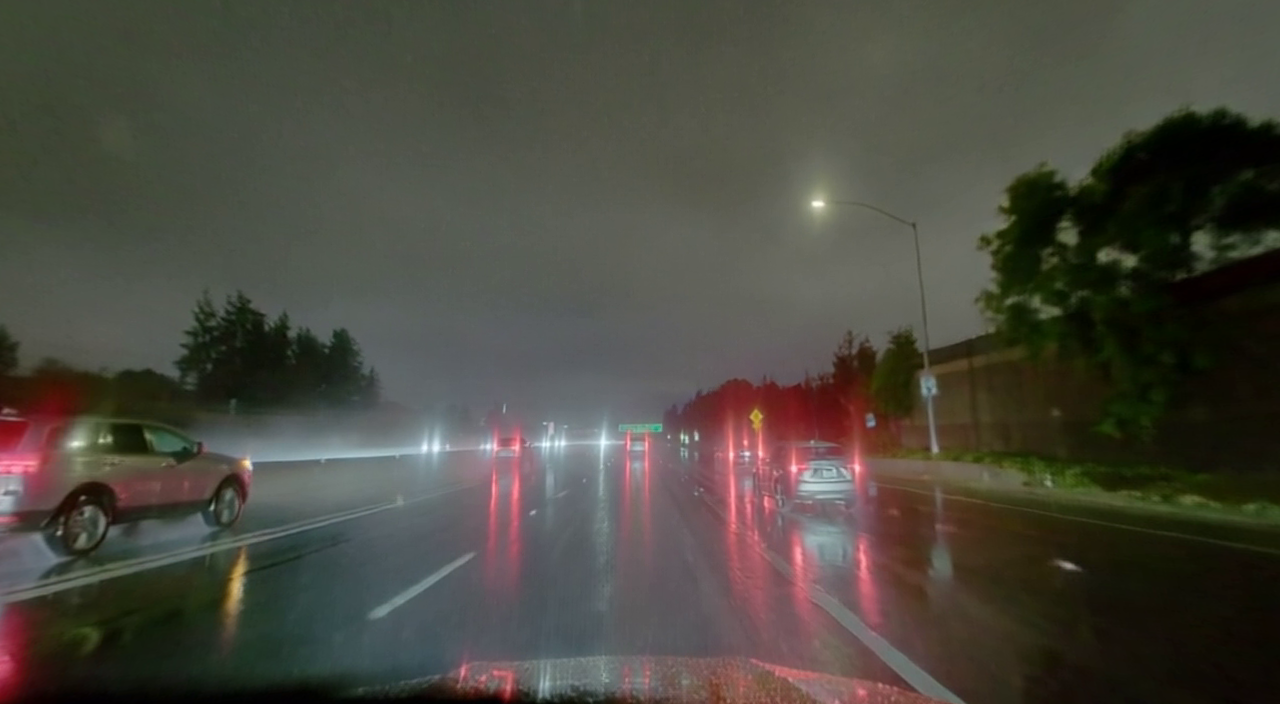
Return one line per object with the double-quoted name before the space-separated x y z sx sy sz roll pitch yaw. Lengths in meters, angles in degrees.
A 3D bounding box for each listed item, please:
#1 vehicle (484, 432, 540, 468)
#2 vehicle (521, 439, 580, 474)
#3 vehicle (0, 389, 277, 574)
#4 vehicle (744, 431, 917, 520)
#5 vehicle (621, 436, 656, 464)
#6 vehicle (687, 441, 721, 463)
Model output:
"vehicle" -7.010 5.429 34.937 2.111 1.811 4.391 0 -9 1
"vehicle" -4.009 4.747 28.852 2.071 1.478 4.130 0 -9 1
"vehicle" -7.436 1.652 8.691 2.142 1.849 4.566 0 -9 -1
"vehicle" 3.647 2.468 13.103 2.141 1.507 4.510 0 -9 0
"vehicle" -0.098 6.436 41.469 2.158 1.706 4.219 0 -9 0
"vehicle" 4.477 7.074 44.666 1.944 1.465 4.245 0 -9 0
